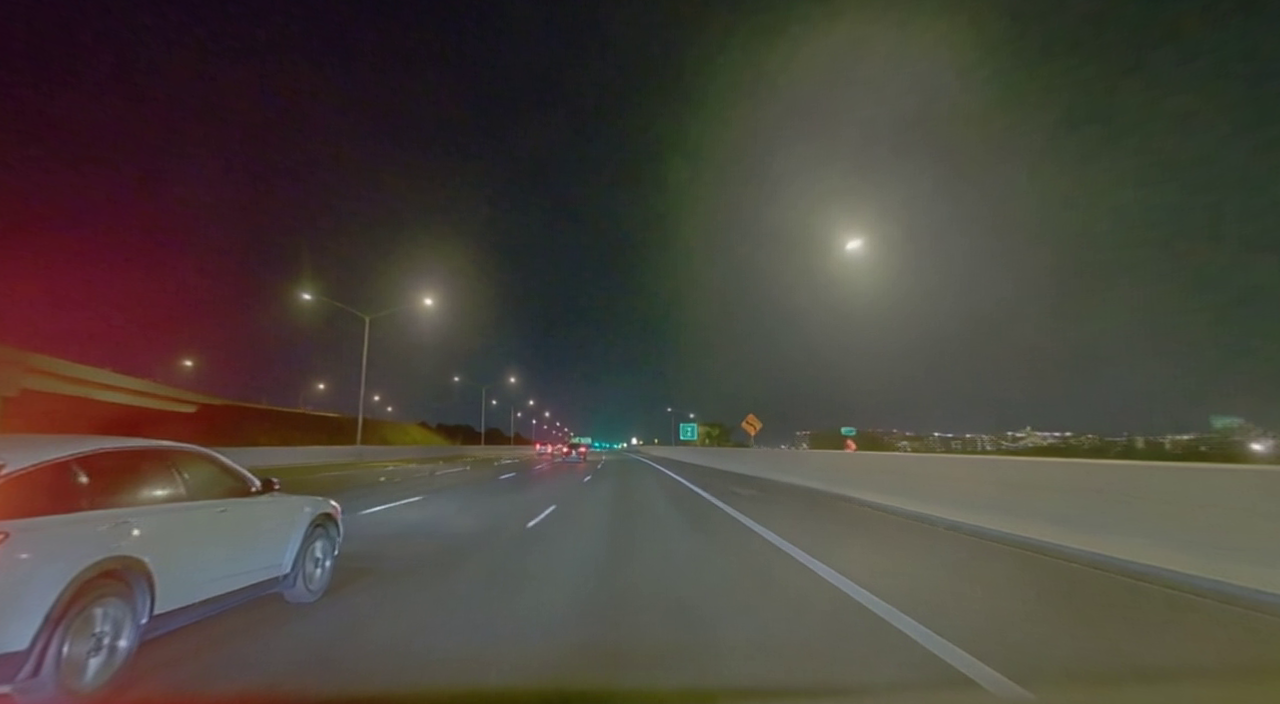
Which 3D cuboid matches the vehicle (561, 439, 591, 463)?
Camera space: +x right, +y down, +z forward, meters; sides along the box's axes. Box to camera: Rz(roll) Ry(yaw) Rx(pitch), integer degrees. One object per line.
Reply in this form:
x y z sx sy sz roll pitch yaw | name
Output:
-4.685 7.271 46.544 1.971 1.643 4.009 0 -8 -3 | vehicle
